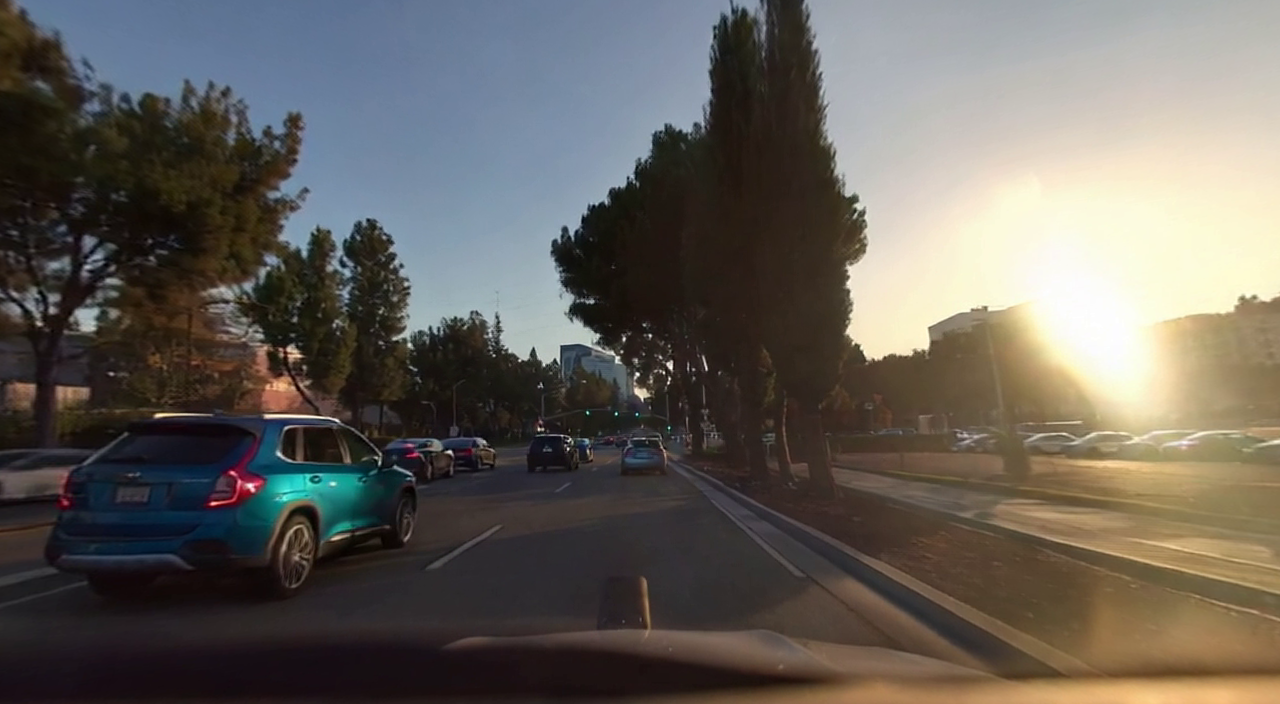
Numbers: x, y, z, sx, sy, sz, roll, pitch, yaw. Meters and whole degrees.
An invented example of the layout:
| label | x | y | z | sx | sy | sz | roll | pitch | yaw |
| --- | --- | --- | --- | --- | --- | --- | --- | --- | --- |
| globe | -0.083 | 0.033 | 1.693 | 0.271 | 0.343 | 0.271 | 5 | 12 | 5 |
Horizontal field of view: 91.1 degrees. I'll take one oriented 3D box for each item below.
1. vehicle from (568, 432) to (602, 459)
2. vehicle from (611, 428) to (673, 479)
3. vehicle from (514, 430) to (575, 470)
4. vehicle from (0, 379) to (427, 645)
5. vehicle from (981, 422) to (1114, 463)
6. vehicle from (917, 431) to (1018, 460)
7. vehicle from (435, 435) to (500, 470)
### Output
| label | x | y | z | sx | sy | sz | roll | pitch | yaw |
| --- | --- | --- | --- | --- | --- | --- | --- | --- | --- |
| vehicle | -3.918 | 6.772 | 45.421 | 2.047 | 1.810 | 4.414 | 0 | -9 | 1 |
| vehicle | 0.070 | 3.647 | 22.698 | 2.042 | 1.641 | 4.187 | 0 | -9 | 0 |
| vehicle | -4.362 | 4.566 | 29.386 | 2.113 | 1.713 | 4.422 | 0 | -9 | 0 |
| vehicle | -3.830 | 1.298 | 6.041 | 2.070 | 1.641 | 4.152 | 0 | -9 | 0 |
| vehicle | 17.359 | 3.875 | 26.924 | 4.329 | 1.656 | 1.873 | 0 | -9 | 2 |
| vehicle | 16.979 | 4.881 | 32.733 | 1.857 | 1.369 | 4.219 | 6 | -10 | -34 |
| vehicle | -8.085 | 4.760 | 29.839 | 1.918 | 1.484 | 4.531 | 0 | -9 | -2 |
